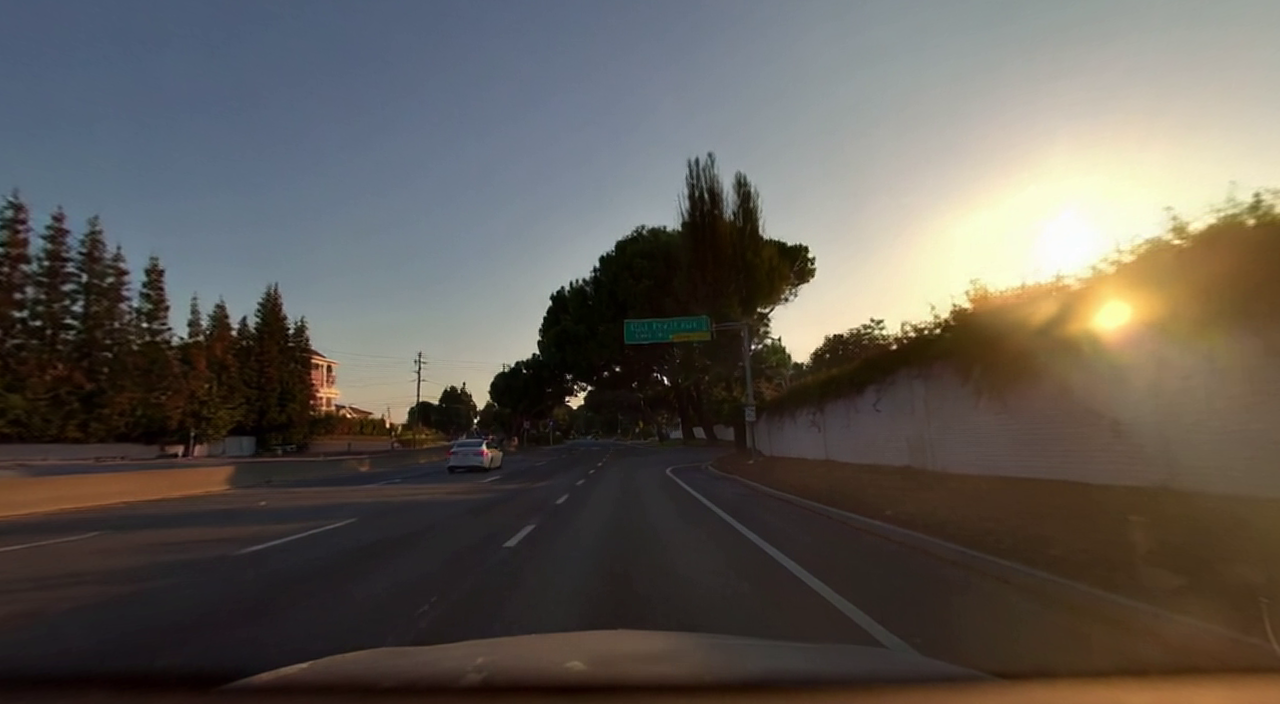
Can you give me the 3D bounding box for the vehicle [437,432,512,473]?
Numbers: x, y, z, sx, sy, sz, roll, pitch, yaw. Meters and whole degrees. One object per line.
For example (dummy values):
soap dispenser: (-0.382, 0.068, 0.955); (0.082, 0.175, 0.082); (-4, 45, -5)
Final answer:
vehicle: (-7.483, 4.592, 29.086); (2.115, 1.711, 4.722); (0, -8, 0)
